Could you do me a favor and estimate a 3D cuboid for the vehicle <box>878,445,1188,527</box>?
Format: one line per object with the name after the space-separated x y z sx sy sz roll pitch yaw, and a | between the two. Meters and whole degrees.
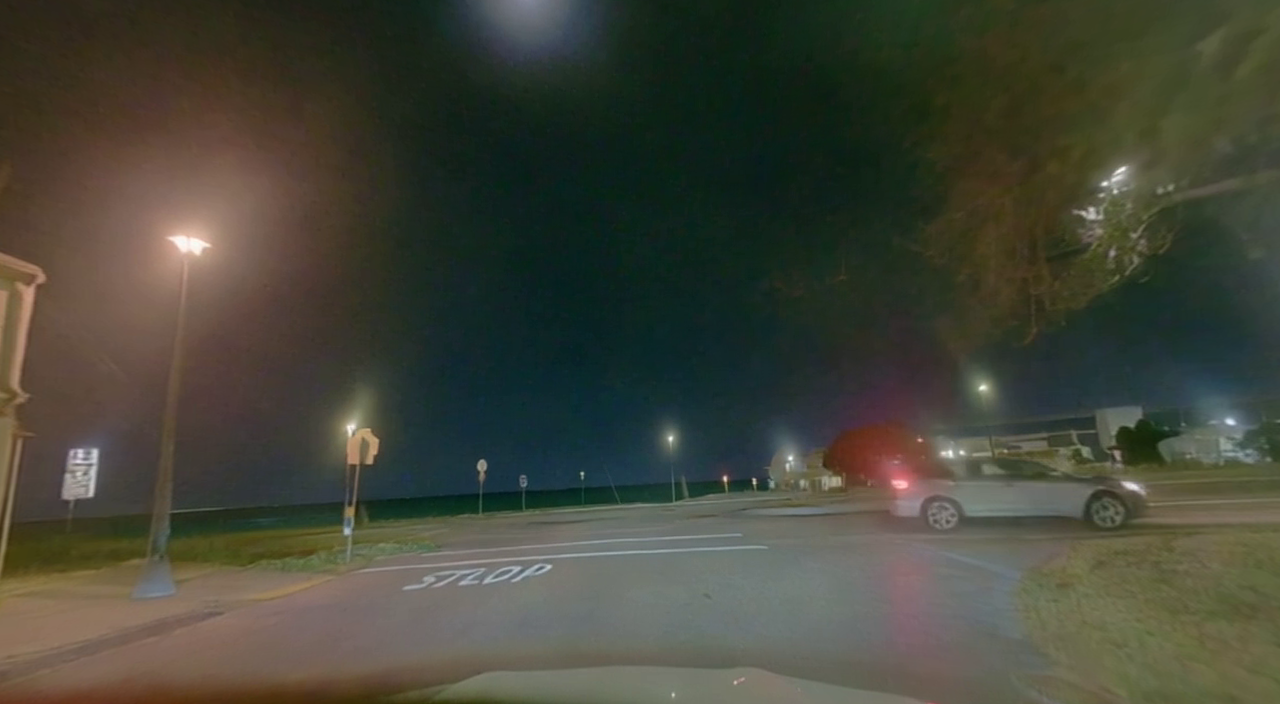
8.271 2.803 13.886 5.323 1.479 2.112 -5 -10 31 | vehicle
